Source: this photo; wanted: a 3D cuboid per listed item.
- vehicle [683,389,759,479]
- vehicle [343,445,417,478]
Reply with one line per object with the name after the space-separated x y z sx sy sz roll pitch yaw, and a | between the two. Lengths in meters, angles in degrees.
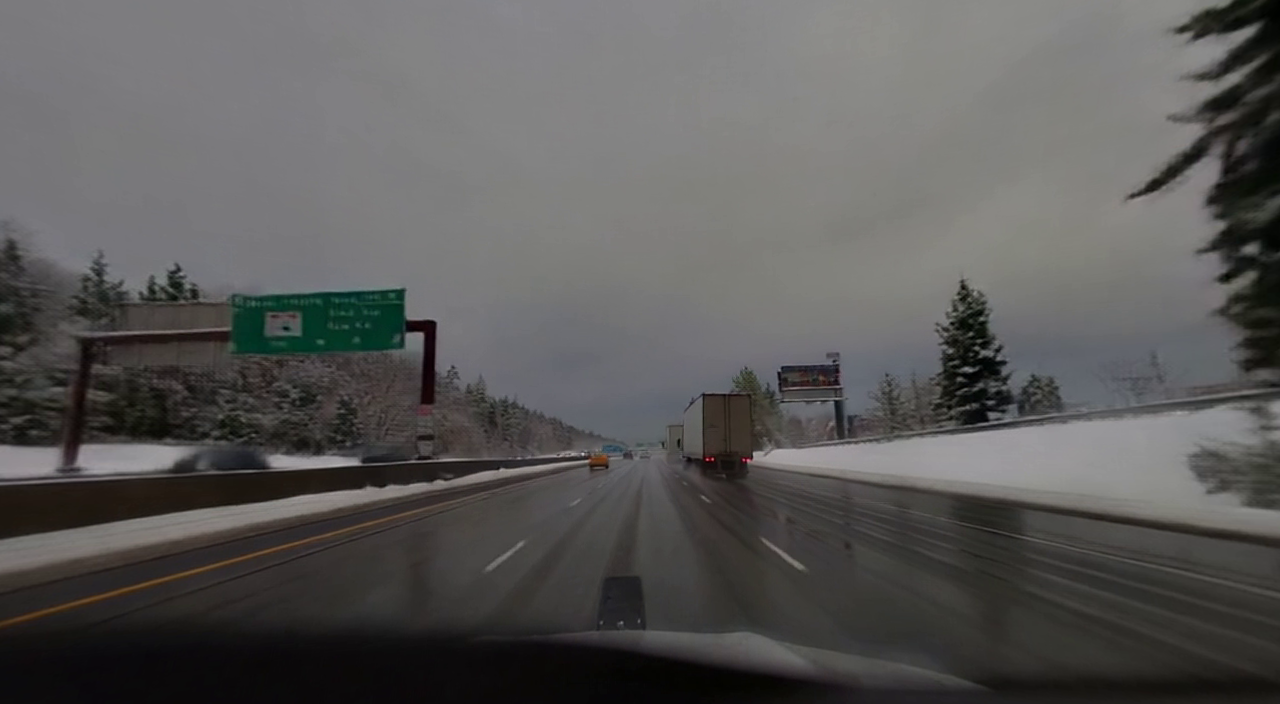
4.378 4.991 37.414 2.826 4.269 14.176 0 -8 1 | vehicle
-14.894 6.297 36.475 2.066 1.734 5.016 0 -9 1 | vehicle
